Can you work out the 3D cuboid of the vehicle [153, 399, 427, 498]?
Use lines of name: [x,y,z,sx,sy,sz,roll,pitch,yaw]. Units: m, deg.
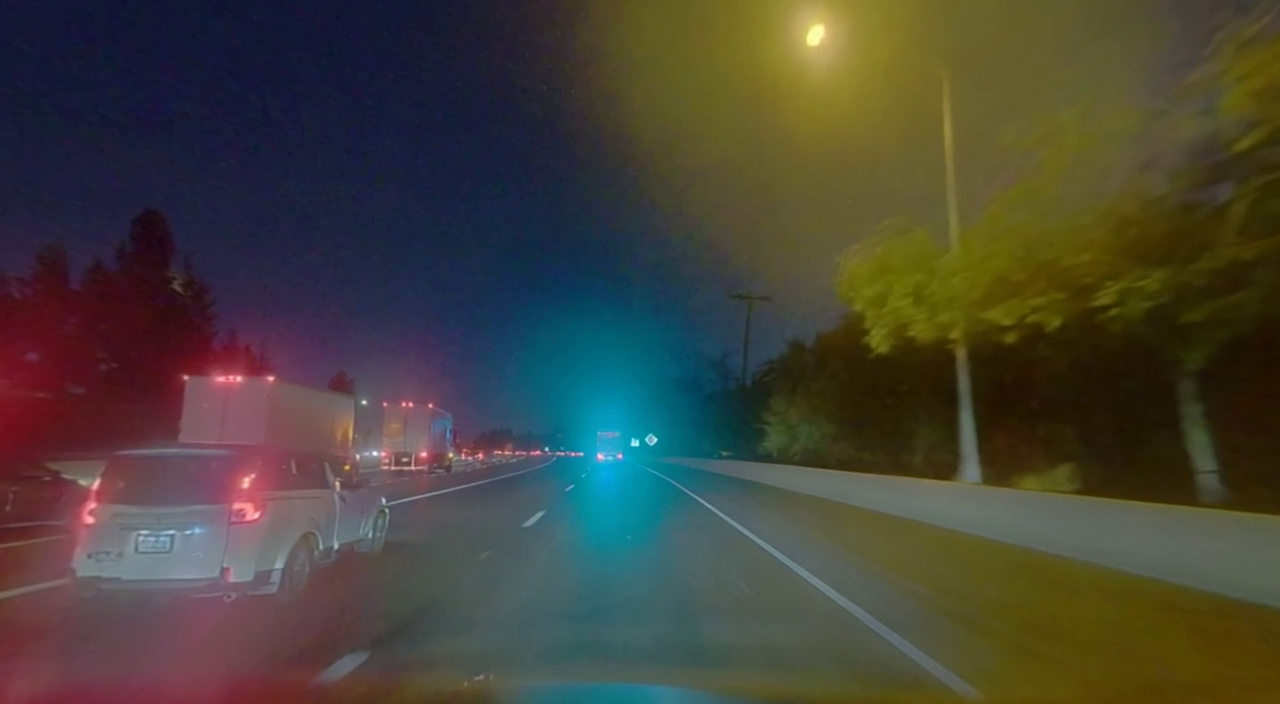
vehicle: [-12.012,3.716,24.622,3.270,2.674,14.547,0,-8,-3]
